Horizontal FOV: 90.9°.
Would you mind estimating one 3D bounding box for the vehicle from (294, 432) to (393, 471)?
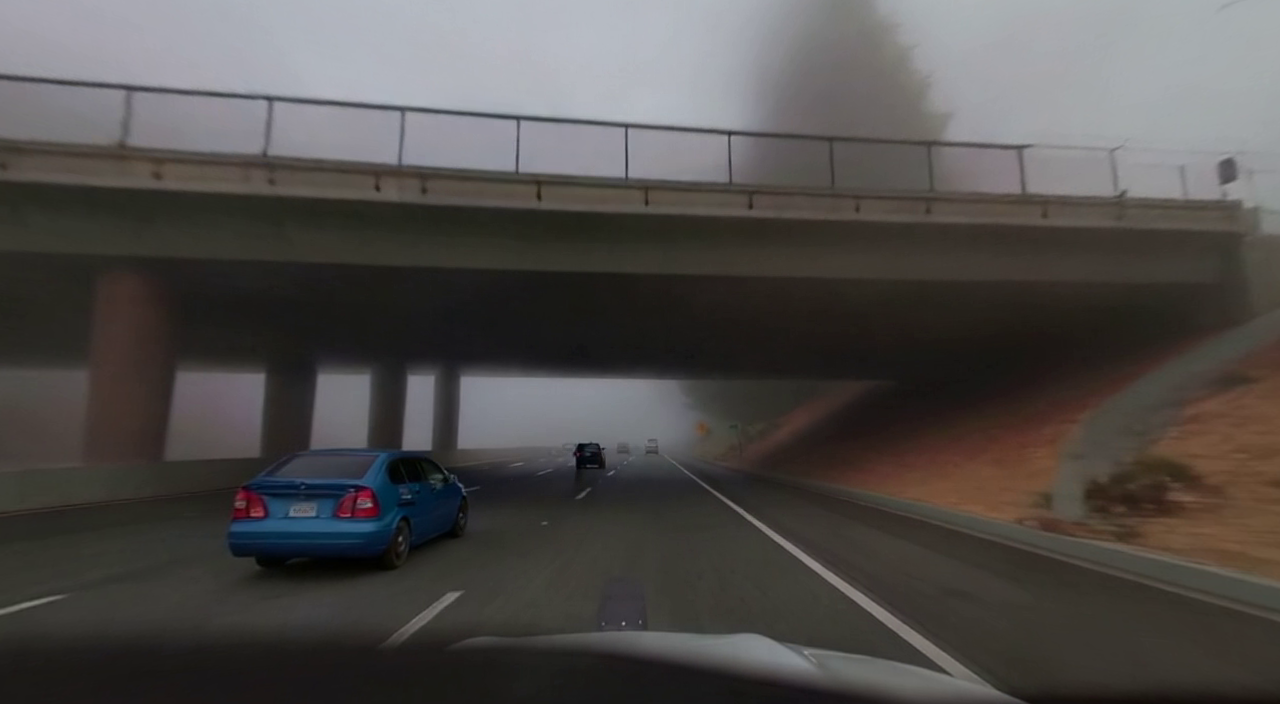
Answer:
[{"bbox_3d":[-15.910,5.379,34.383,2.291,1.899,6.339,0,-8,1],"label":"vehicle"}]

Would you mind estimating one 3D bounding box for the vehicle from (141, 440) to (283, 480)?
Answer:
[{"bbox_3d":[-19.893,5.034,29.774,2.477,1.667,5.834,0,-8,2],"label":"vehicle"}]
